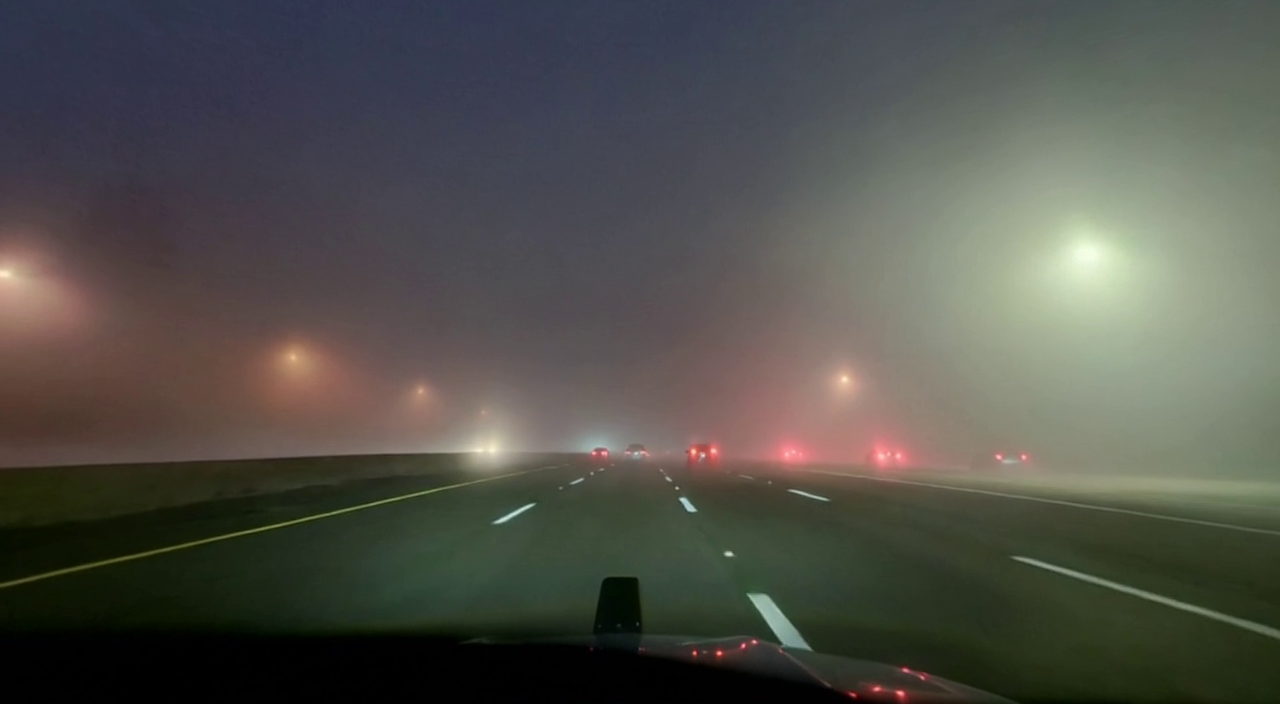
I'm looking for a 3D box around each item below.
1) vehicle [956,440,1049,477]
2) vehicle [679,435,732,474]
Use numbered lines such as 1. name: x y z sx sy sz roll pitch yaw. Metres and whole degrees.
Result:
1. vehicle: 18.658 5.481 32.697 2.116 1.754 4.727 0 -8 2
2. vehicle: 3.197 5.158 31.821 2.147 1.794 4.538 1 -8 0
